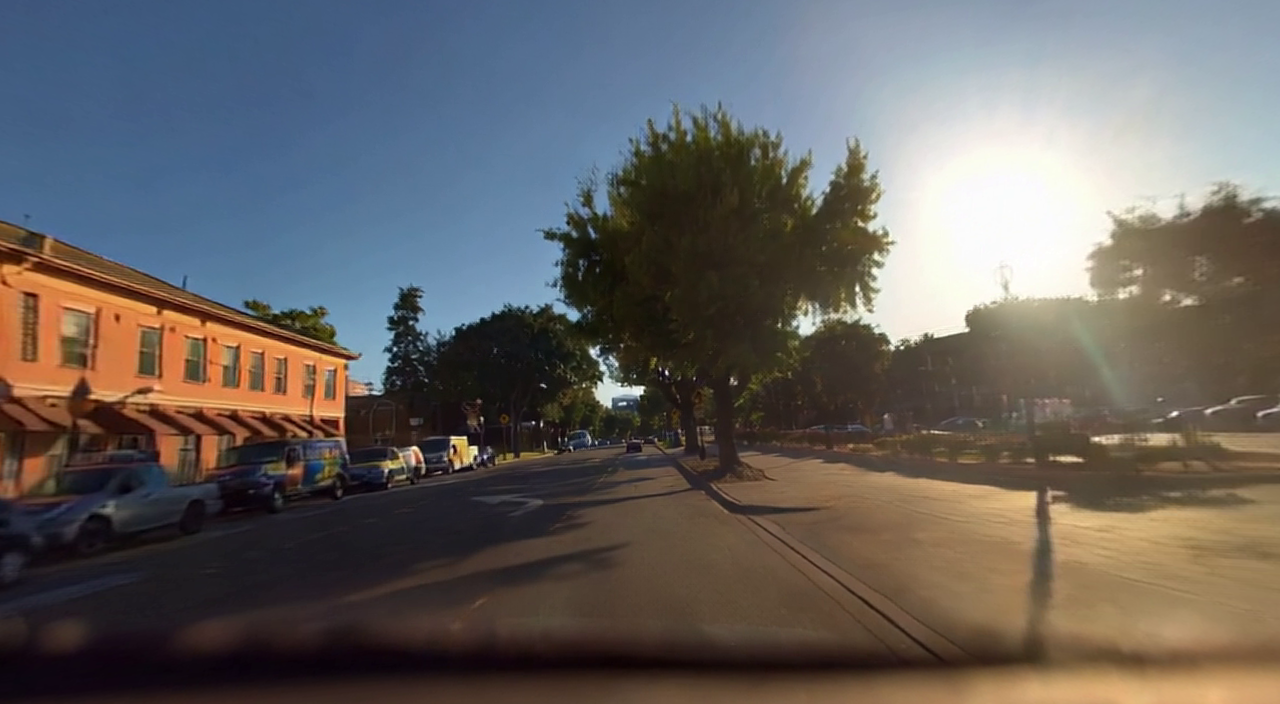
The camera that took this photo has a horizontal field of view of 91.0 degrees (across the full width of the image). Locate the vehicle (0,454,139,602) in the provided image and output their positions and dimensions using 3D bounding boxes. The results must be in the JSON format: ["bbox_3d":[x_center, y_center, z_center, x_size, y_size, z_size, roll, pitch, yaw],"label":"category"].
[{"bbox_3d":[-8.532,1.991,6.650,1.879,1.543,4.778,-13,-13,43],"label":"vehicle"}]

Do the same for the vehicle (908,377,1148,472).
[{"bbox_3d":[11.000,2.057,18.138,5.453,1.794,2.011,-8,-6,-2],"label":"vehicle"}]

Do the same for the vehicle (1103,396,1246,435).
[{"bbox_3d":[23.849,2.859,28.200,4.521,1.634,1.996,0,-8,0],"label":"vehicle"}]

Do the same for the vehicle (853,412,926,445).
[{"bbox_3d":[18.026,5.554,45.647,4.625,1.729,2.048,-10,-7,19],"label":"vehicle"}]
